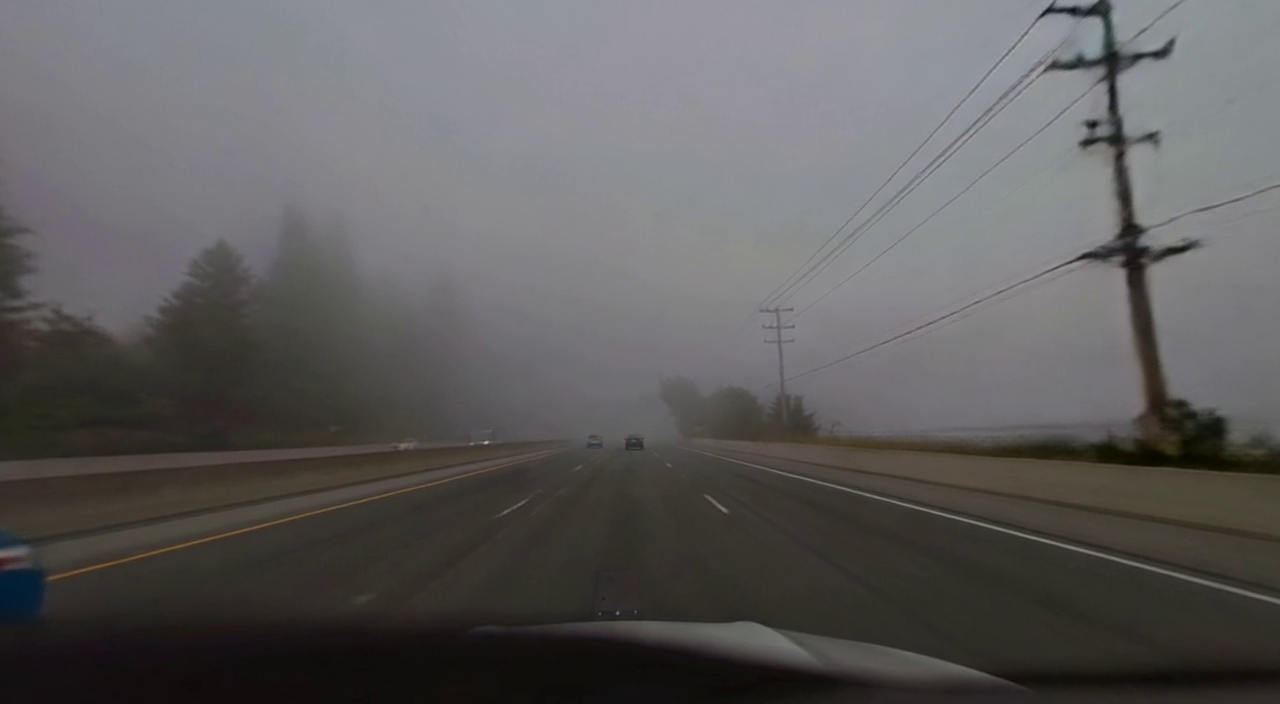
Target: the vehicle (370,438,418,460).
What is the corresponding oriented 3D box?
[{"bbox_3d":[-17.657,6.976,45.412,1.827,1.463,3.892,0,-8,0],"label":"vehicle"}]
